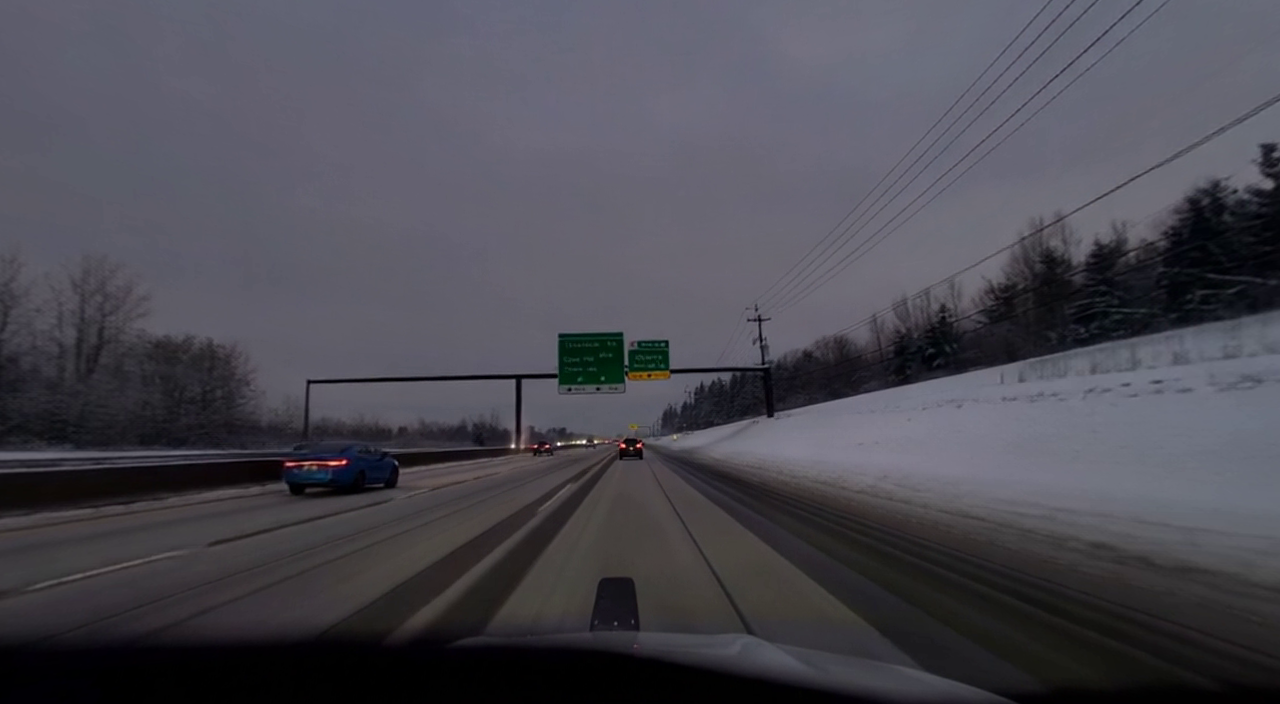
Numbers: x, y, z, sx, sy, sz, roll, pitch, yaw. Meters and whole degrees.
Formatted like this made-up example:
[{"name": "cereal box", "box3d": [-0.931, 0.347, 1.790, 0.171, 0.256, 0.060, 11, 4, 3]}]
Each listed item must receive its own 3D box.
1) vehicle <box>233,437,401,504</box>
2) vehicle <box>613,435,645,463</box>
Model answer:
[{"name": "vehicle", "box3d": [-7.815, 2.877, 15.823, 1.949, 1.428, 4.408, 0, -8, -1]}, {"name": "vehicle", "box3d": [-0.747, 6.386, 41.478, 2.040, 1.715, 3.906, 0, -8, -1]}]
